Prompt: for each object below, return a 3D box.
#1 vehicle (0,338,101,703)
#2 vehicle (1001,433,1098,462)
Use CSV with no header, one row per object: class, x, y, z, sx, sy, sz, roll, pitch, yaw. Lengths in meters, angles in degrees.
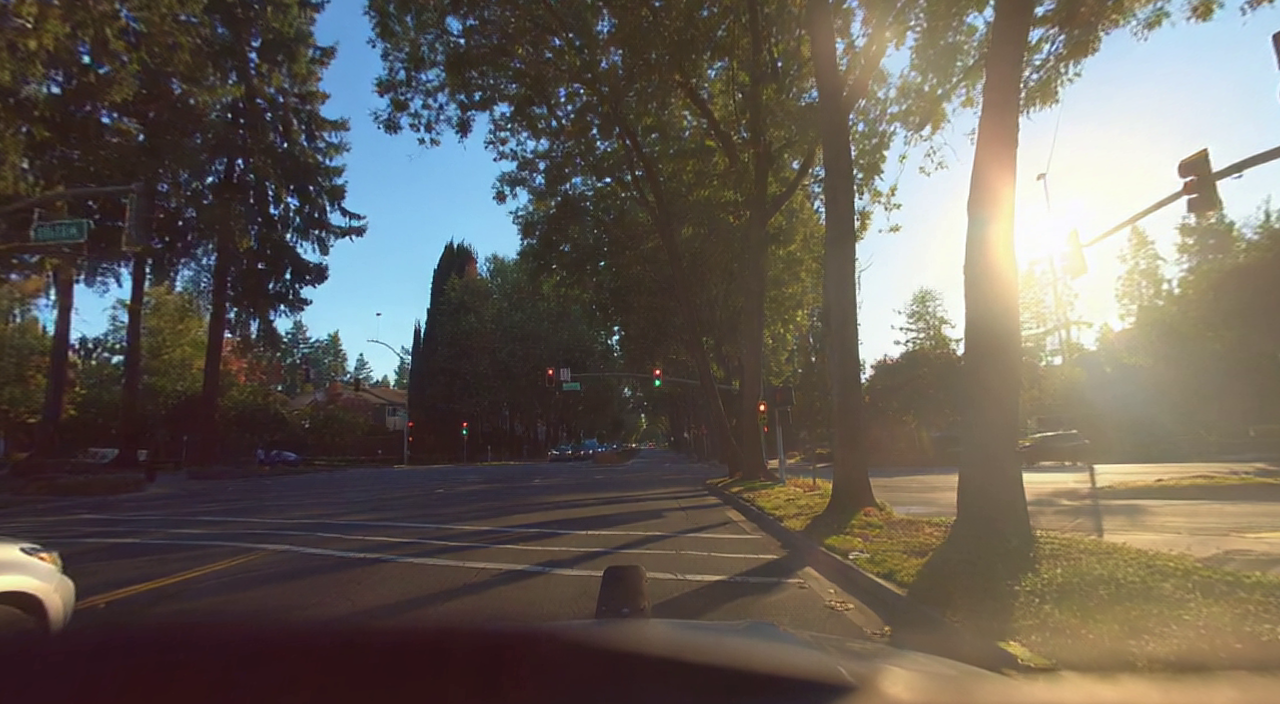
vehicle,-3.265,0.528,0.407,1.954,1.689,4.347,0,-8,0
vehicle,21.587,5.060,33.394,3.952,1.468,1.768,-4,-9,22
